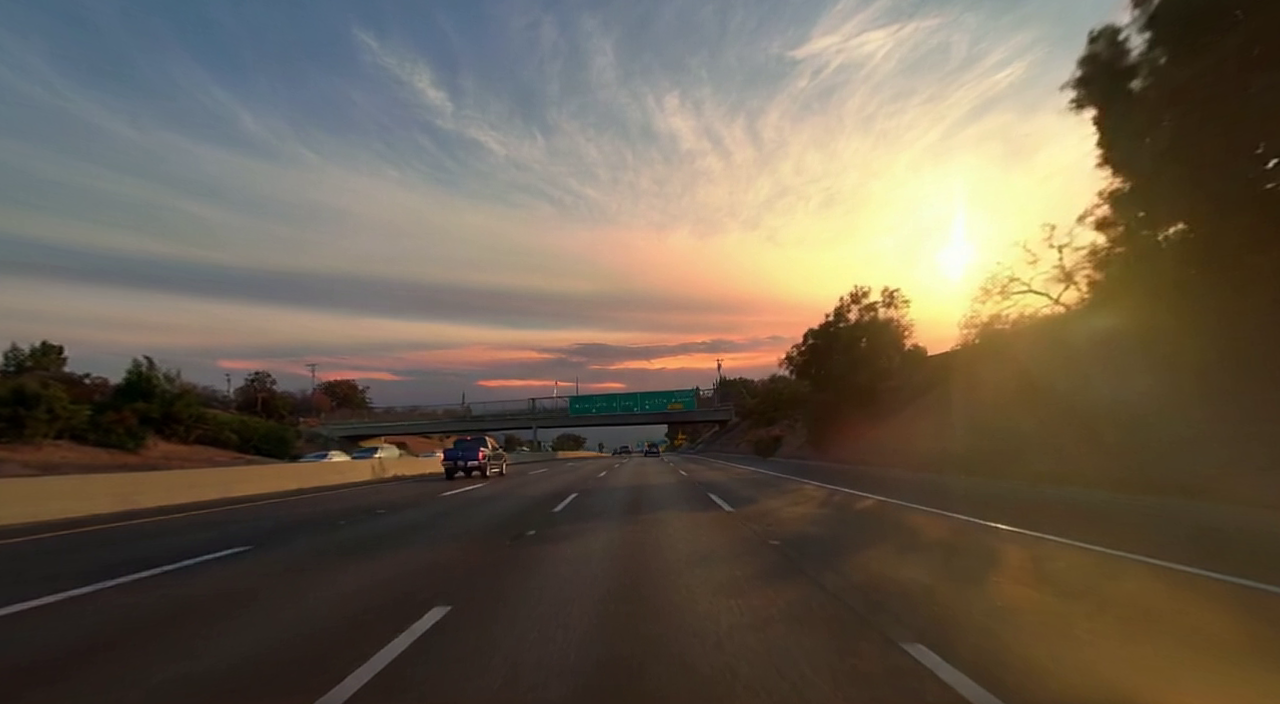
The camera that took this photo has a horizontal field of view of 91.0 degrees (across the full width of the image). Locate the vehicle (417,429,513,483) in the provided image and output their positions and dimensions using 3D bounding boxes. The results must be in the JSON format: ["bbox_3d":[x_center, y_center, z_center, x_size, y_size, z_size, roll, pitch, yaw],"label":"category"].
[{"bbox_3d":[-6.865,4.152,25.482,2.260,1.917,5.499,0,-9,0],"label":"vehicle"}]
